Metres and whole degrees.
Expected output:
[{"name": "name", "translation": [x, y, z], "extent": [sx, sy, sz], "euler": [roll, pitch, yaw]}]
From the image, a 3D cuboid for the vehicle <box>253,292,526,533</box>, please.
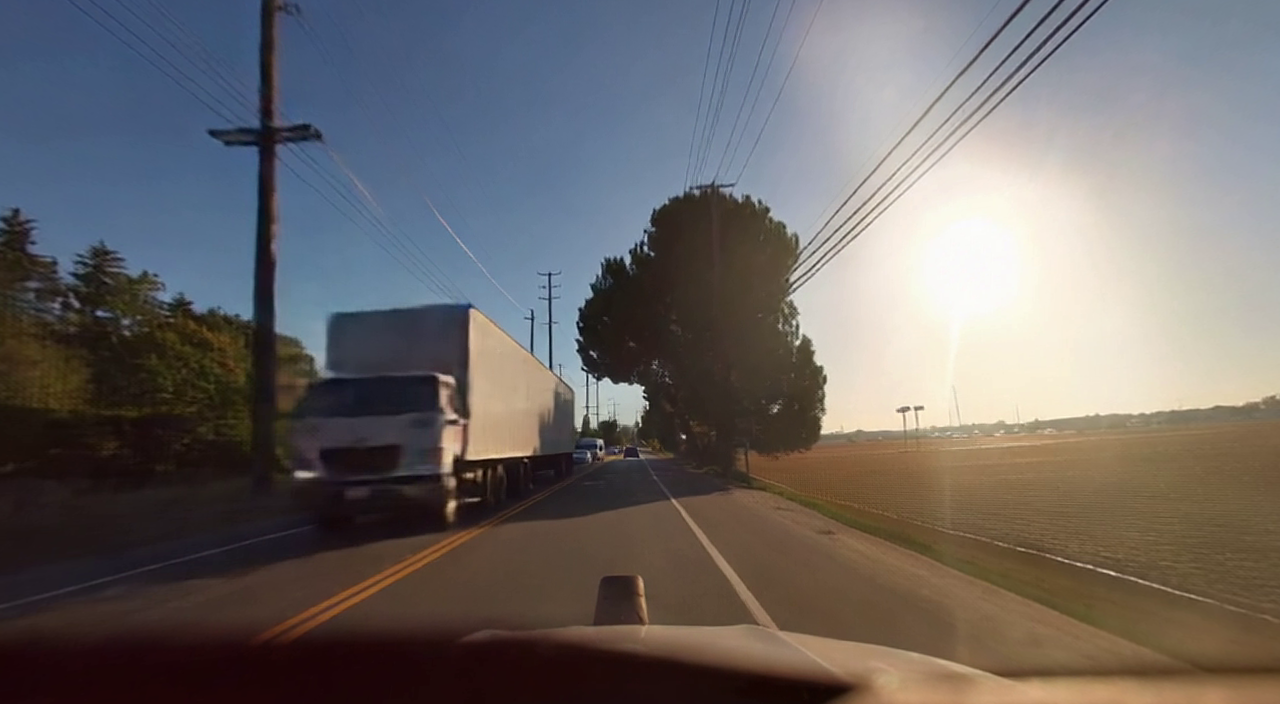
[{"name": "vehicle", "translation": [-4.774, 1.465, 13.816], "extent": [3.544, 4.103, 5.897], "euler": [-1, -10, -1]}]
